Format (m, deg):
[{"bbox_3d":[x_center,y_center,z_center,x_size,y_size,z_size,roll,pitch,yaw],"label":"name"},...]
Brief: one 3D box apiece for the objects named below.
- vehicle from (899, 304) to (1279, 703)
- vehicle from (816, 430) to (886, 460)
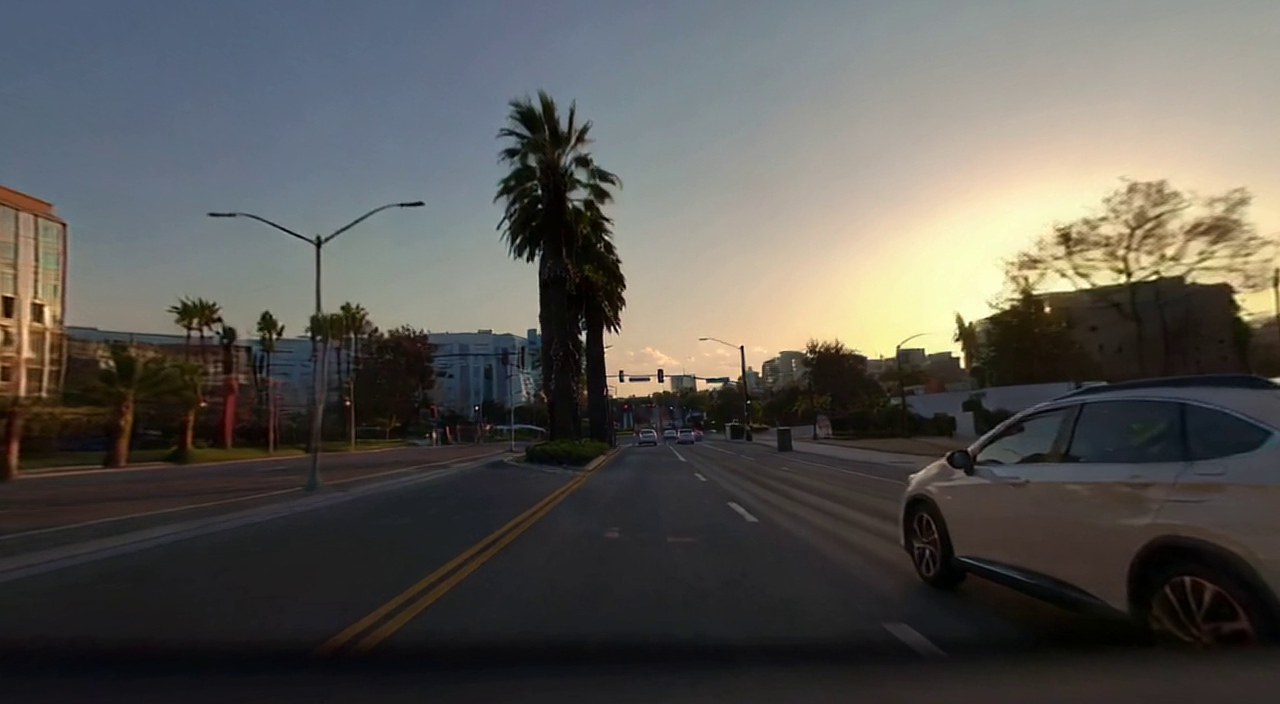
[{"bbox_3d":[3.548,0.865,3.393,2.219,1.795,4.718,0,-9,-1],"label":"vehicle"},{"bbox_3d":[10.960,4.888,33.146,1.871,1.465,4.395,0,-9,-4],"label":"vehicle"}]
